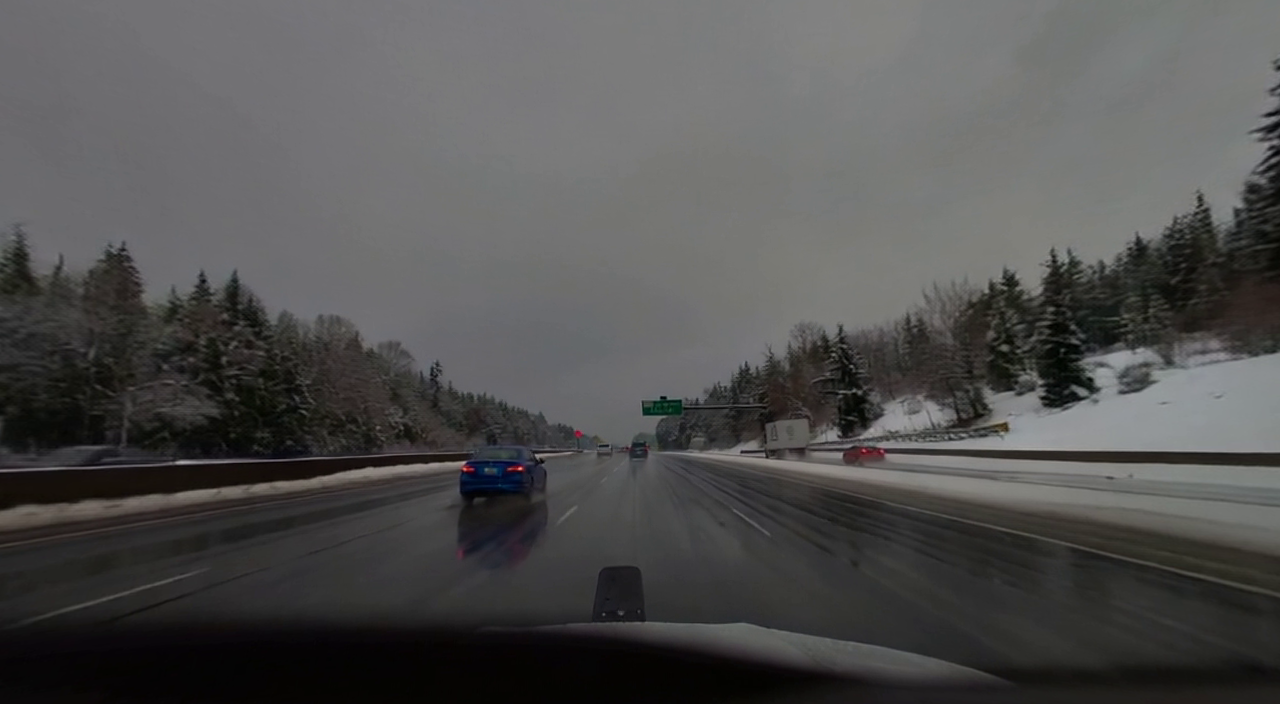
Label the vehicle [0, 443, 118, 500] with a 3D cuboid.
[{"bbox_3d":[-21.378,4.134,22.263,1.916,1.804,4.712,0,-9,0],"label":"vehicle"}]

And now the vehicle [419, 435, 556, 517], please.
[{"bbox_3d":[-3.214,2.715,14.284,2.020,1.554,4.137,0,-9,0],"label":"vehicle"}]

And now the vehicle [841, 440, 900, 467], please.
[{"bbox_3d":[15.646,6.882,43.106,2.081,1.707,4.756,0,-9,-2],"label":"vehicle"}]
